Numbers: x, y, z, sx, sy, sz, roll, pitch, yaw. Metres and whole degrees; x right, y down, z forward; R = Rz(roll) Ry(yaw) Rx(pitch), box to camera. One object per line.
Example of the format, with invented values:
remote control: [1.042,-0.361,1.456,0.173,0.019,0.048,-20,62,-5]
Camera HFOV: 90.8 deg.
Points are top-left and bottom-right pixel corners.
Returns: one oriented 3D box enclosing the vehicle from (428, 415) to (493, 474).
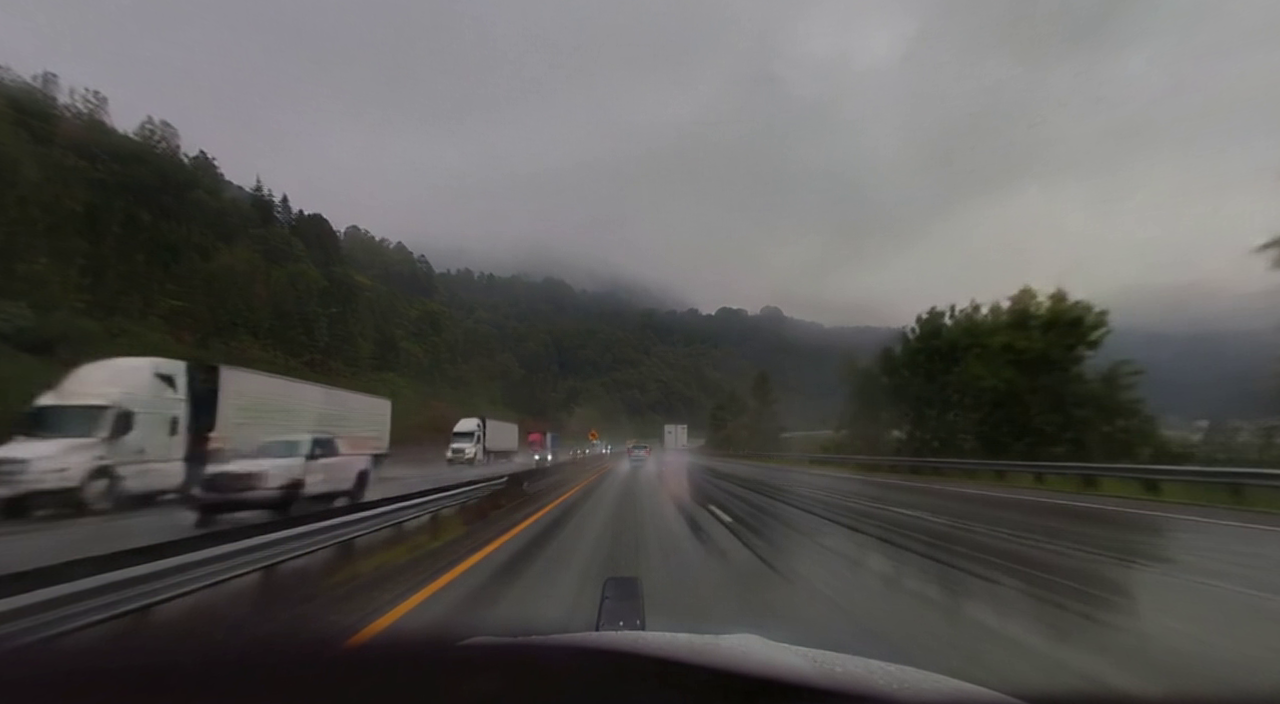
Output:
vehicle: [-12.969,6.742,46.030,2.949,3.947,5.850,0,-9,0]

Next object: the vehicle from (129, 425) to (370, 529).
vehicle: [-8.477,2.753,14.538,2.292,1.917,5.174,0,-9,-1]

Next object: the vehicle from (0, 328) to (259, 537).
vehicle: [-12.687,1.963,15.134,3.002,3.963,6.351,0,-9,-1]

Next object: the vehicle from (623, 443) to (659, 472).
vehicle: [0.026,6.610,39.592,2.137,1.689,4.051,0,-9,-1]
